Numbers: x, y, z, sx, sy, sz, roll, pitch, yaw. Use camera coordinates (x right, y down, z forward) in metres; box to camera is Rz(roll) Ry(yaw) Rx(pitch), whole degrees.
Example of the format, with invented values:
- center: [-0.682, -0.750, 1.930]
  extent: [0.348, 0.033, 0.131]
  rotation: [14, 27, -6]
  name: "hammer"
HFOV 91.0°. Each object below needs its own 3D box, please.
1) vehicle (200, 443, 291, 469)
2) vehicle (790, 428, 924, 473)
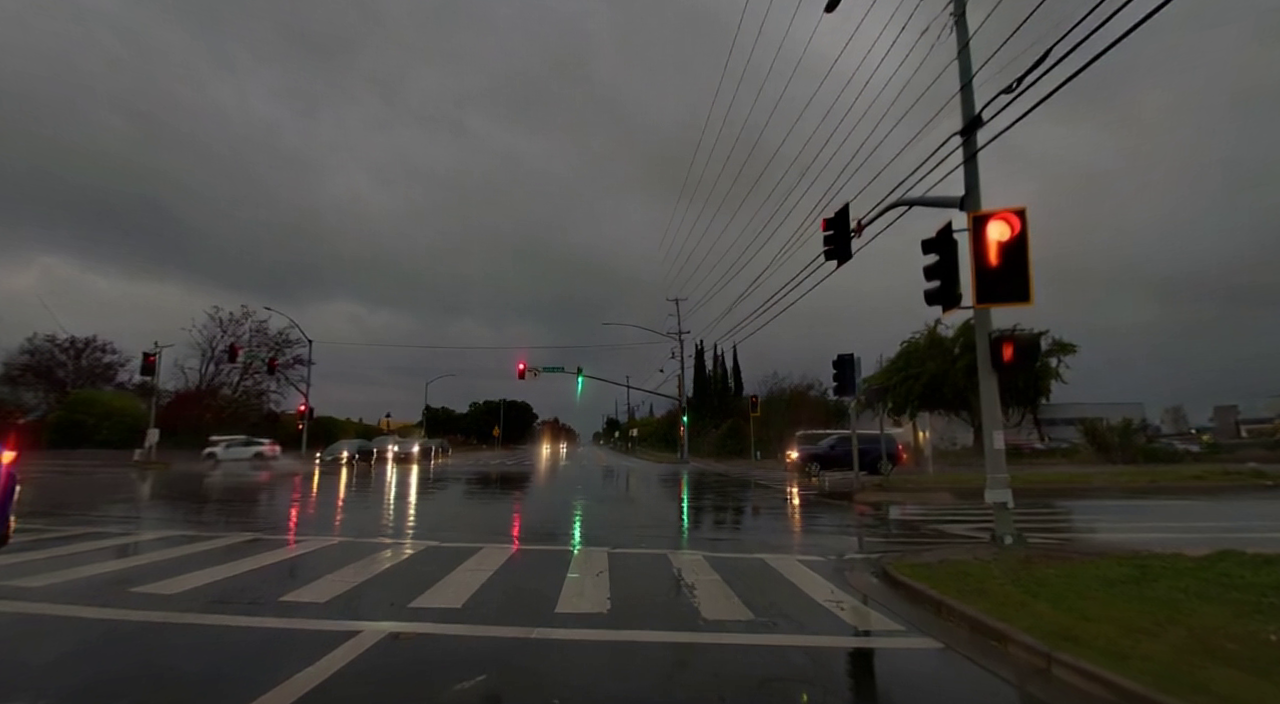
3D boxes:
- center: [-24.618, 6.466, 39.342]
  extent: [4.529, 1.566, 1.842]
  rotation: [-1, -9, 8]
  name: "vehicle"
- center: [8.694, 4.018, 25.732]
  extent: [4.884, 1.714, 2.021]
  rotation: [-2, -9, 12]
  name: "vehicle"
